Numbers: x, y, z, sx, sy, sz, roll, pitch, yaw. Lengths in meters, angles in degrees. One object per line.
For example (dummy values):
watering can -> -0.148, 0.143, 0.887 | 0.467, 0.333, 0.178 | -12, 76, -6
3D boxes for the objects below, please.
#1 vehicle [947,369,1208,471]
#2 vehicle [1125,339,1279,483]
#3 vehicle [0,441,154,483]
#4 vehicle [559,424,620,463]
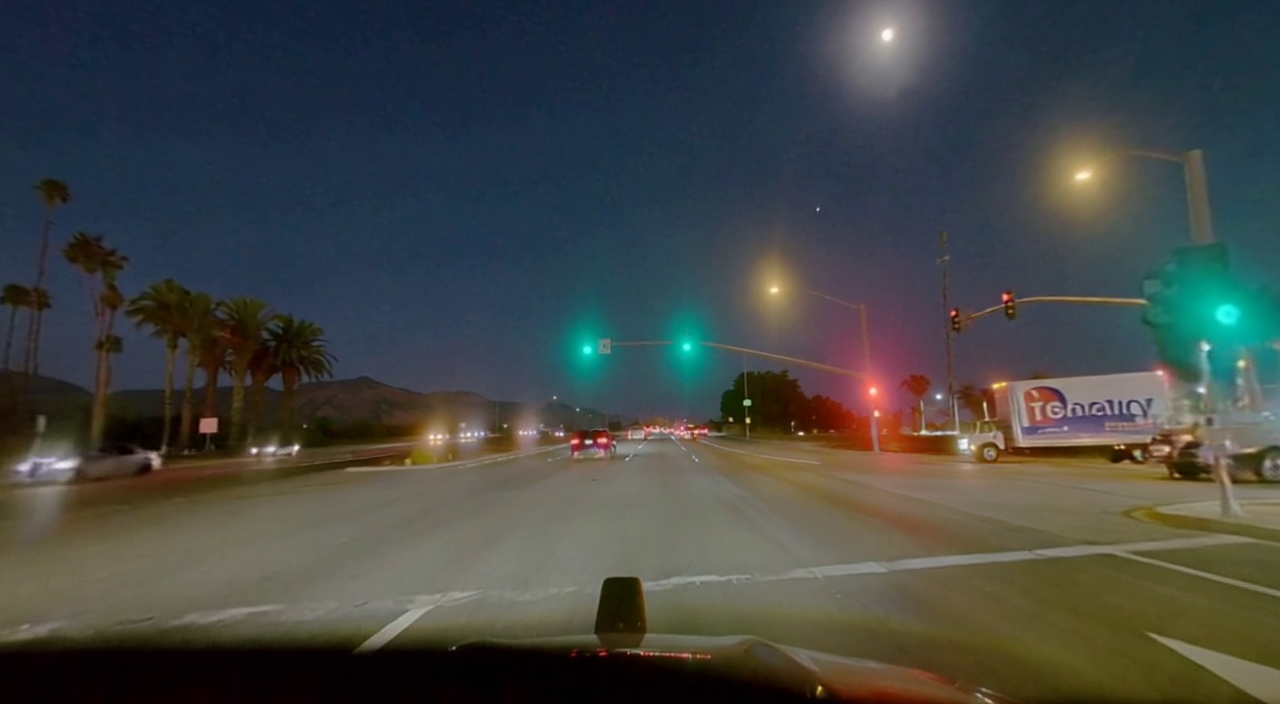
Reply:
vehicle -> 15.861, 2.658, 23.562 | 7.088, 3.414, 3.237 | -2, -9, 14
vehicle -> 18.350, 1.771, 18.341 | 5.512, 3.865, 3.002 | -1, -9, 3
vehicle -> -23.196, 4.521, 26.111 | 2.060, 1.537, 4.524 | -1, -9, 4
vehicle -> -2.311, 4.388, 30.139 | 2.287, 1.712, 4.537 | -1, -9, 3
